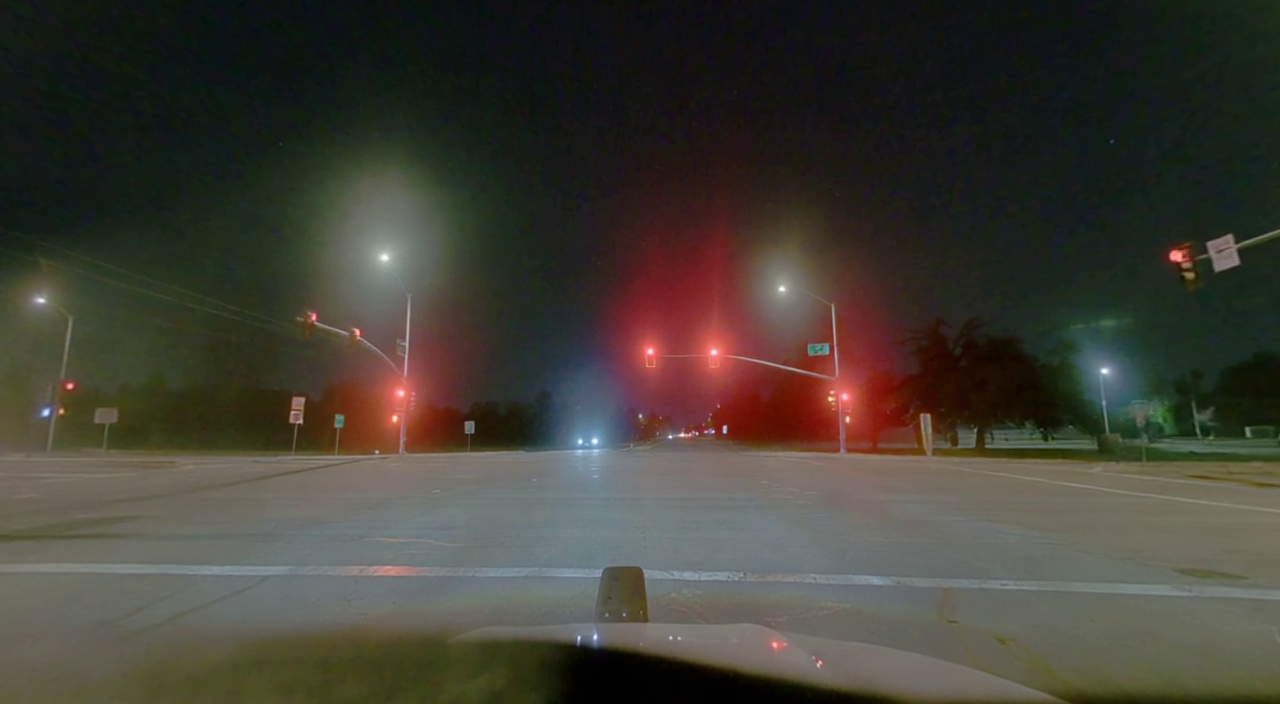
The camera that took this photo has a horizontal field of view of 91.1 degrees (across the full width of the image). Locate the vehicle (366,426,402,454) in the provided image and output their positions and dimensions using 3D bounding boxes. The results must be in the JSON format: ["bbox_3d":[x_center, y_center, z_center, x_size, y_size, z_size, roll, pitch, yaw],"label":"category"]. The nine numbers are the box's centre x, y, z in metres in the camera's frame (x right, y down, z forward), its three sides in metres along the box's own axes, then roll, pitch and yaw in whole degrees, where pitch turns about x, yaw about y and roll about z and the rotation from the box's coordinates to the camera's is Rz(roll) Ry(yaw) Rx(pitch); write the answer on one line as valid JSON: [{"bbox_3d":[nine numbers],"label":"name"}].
[{"bbox_3d":[-19.972,6.845,48.903,1.873,2.079,2.879,6,-11,-36],"label":"vehicle"}]
